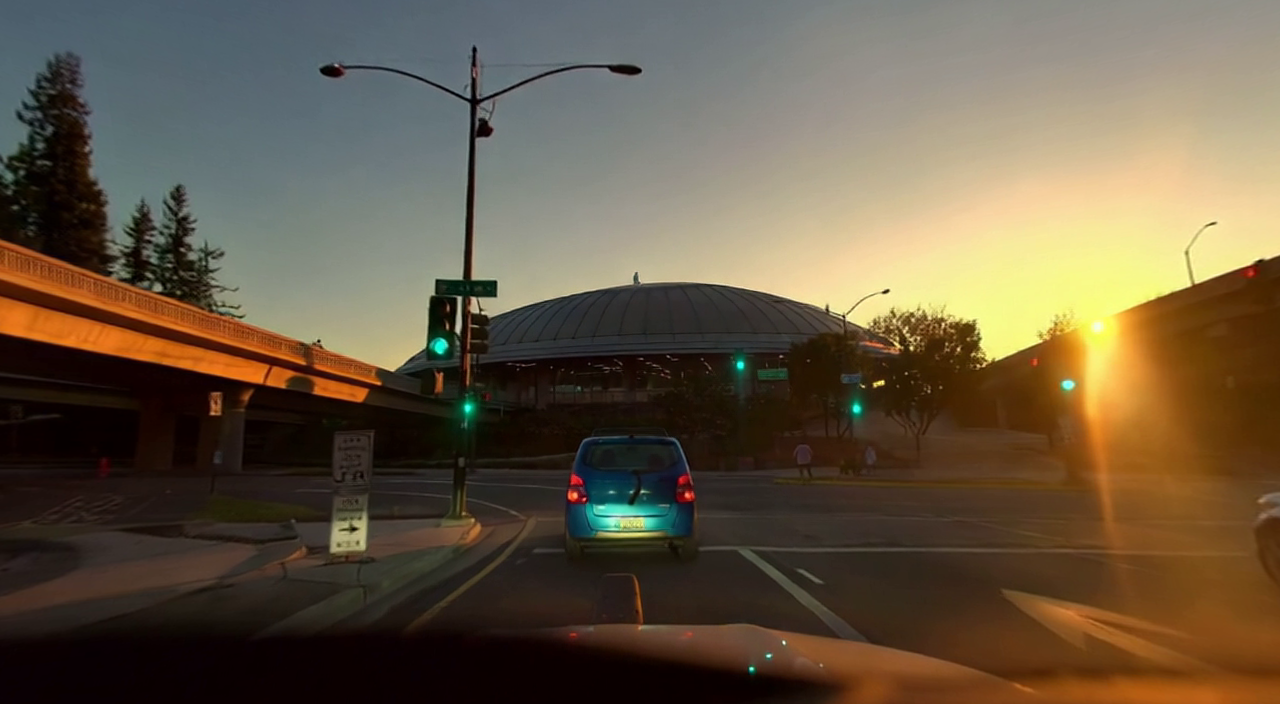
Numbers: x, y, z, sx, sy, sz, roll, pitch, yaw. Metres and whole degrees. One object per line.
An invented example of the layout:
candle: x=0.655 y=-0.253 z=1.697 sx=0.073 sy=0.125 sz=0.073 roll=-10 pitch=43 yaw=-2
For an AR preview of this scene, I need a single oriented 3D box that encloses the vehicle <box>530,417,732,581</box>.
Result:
vehicle: x=-0.147 y=1.735 z=8.121 sx=1.976 sy=1.584 sz=3.772 roll=1 pitch=-9 yaw=-2
